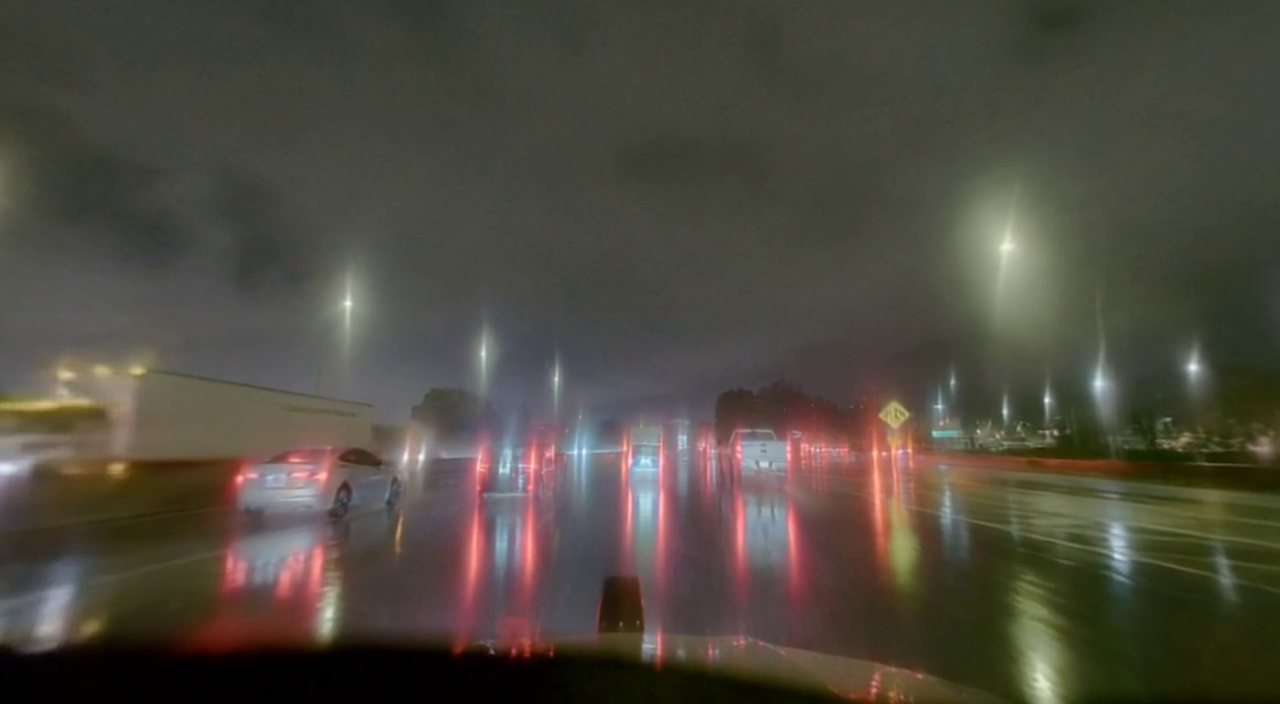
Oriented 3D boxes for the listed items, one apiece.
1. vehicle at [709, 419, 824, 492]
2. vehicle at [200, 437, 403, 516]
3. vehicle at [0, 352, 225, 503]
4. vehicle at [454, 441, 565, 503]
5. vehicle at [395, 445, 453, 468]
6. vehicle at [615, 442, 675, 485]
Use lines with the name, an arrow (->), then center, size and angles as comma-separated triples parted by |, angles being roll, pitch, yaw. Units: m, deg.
vehicle -> 4.112, 3.595, 22.074 | 2.802, 2.151, 6.579 | 0, -9, 1
vehicle -> -7.435, 2.772, 14.514 | 2.065, 1.519, 4.491 | 0, -9, 1
vehicle -> -16.323, 2.327, 18.536 | 2.900, 3.555, 7.278 | 0, -9, 2
vehicle -> -3.444, 3.263, 17.600 | 1.996, 1.488, 4.451 | 0, -9, 2
vehicle -> -15.502, 7.535, 45.571 | 2.287, 1.546, 4.741 | -1, -9, 3
vehicle -> 0.226, 4.213, 24.086 | 2.071, 1.478, 4.130 | 0, -9, 1
